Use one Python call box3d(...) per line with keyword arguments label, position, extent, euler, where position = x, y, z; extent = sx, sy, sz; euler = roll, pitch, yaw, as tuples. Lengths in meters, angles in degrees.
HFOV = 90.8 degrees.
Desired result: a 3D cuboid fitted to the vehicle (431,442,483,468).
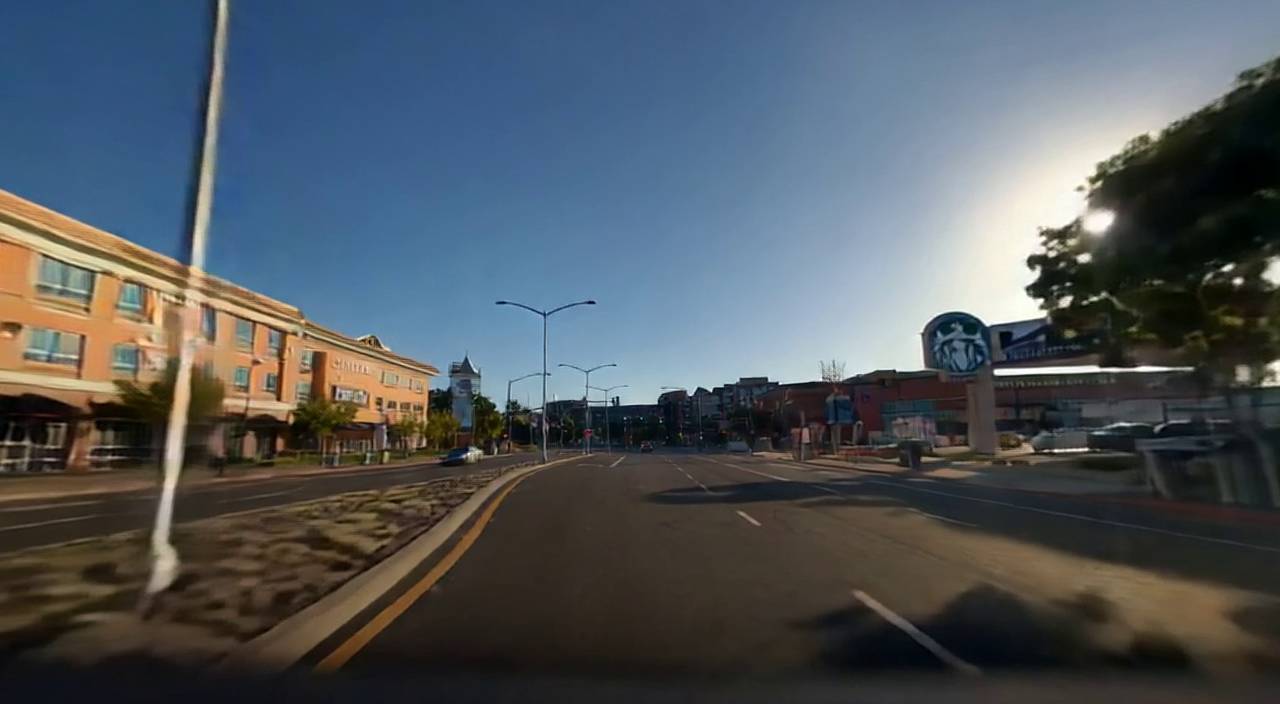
box3d(label="vehicle", position=(-11.245, 6.361, 39.058), extent=(1.929, 1.476, 4.590), euler=(0, -9, -1))
